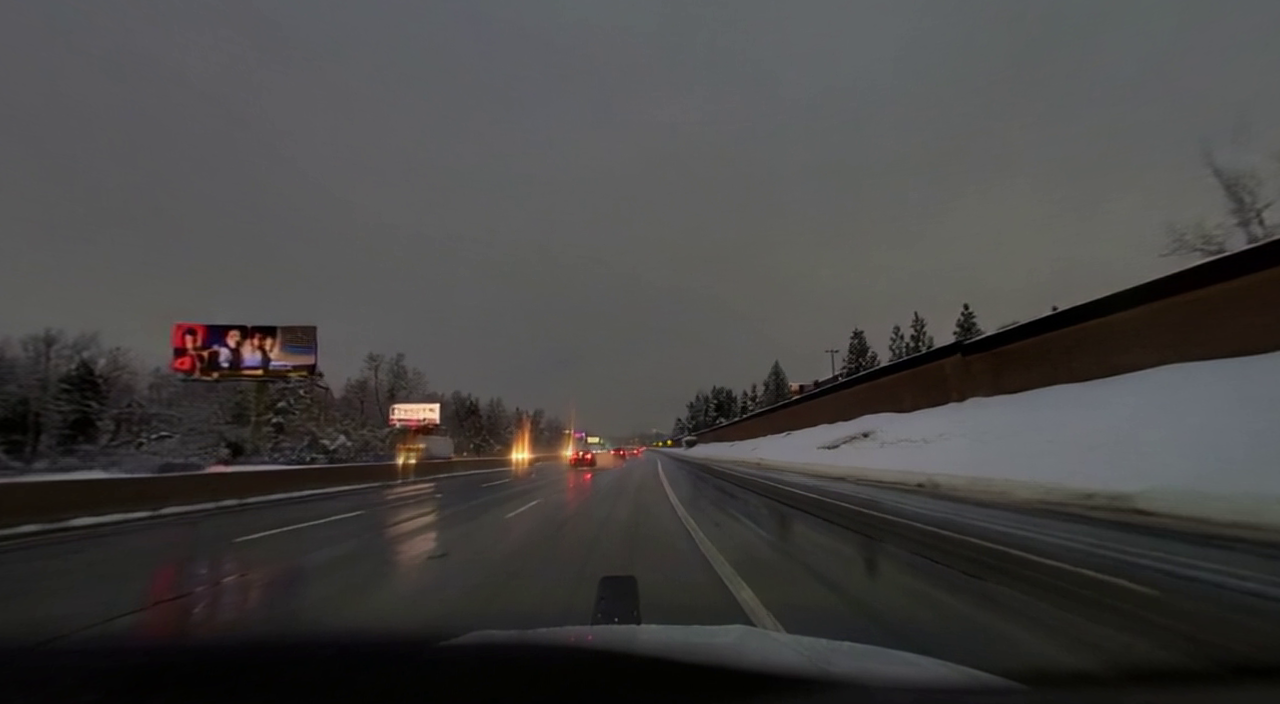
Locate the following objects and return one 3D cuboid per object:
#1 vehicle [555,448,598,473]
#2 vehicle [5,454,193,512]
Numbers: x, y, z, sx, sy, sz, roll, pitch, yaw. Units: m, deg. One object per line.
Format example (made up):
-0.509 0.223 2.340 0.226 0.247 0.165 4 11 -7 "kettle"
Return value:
-3.912 6.762 39.795 2.078 1.457 4.648 0 -9 2 "vehicle"
-15.478 3.723 18.408 2.001 1.437 3.855 0 -9 0 "vehicle"
